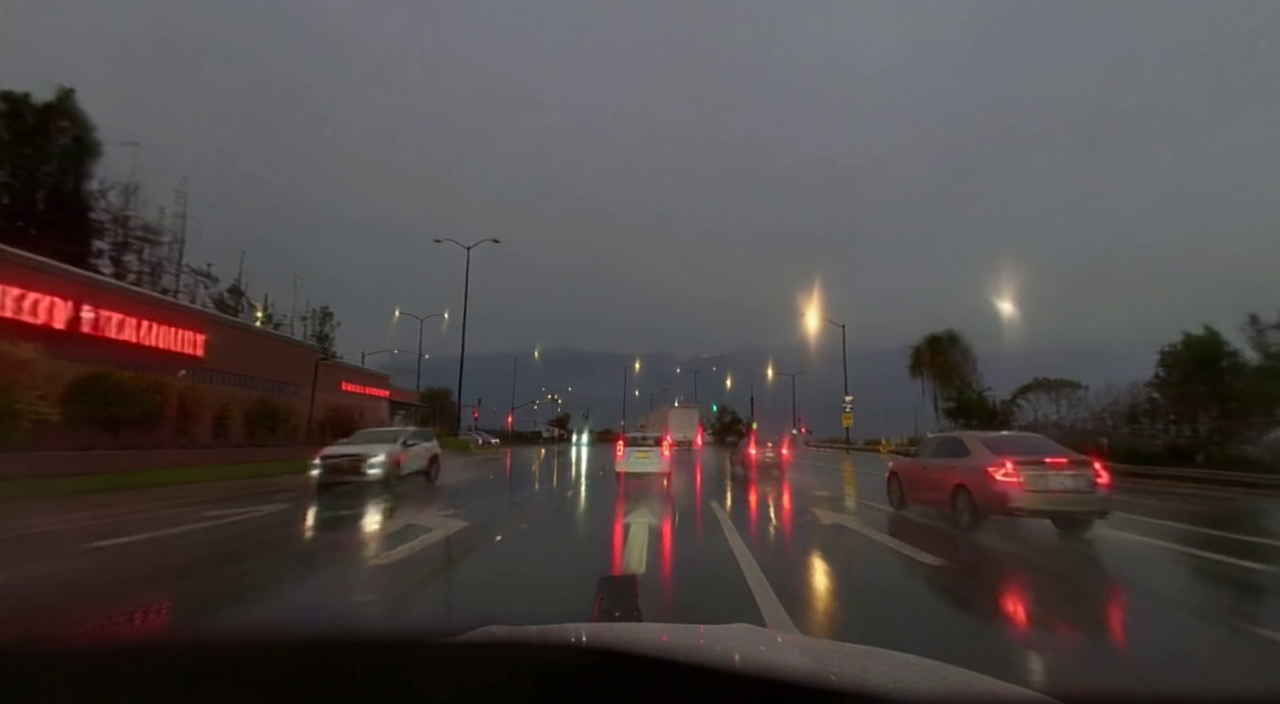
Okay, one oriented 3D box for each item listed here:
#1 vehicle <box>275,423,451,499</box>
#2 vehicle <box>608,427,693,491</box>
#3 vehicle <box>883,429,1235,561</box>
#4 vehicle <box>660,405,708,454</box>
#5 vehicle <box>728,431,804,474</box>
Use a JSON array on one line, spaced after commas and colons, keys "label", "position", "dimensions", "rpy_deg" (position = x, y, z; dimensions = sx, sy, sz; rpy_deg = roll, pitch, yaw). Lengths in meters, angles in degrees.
[{"label": "vehicle", "position": [-6.198, 2.466, 14.815], "dimensions": [1.980, 1.499, 4.417], "rpy_deg": [0, -8, 2]}, {"label": "vehicle", "position": [0.279, 2.734, 16.517], "dimensions": [1.991, 1.472, 3.518], "rpy_deg": [0, -8, 1]}, {"label": "vehicle", "position": [5.564, 1.901, 9.423], "dimensions": [2.081, 1.434, 4.833], "rpy_deg": [0, -8, 2]}, {"label": "vehicle", "position": [3.242, 5.986, 48.354], "dimensions": [2.917, 3.482, 6.946], "rpy_deg": [0, -8, -2]}, {"label": "vehicle", "position": [4.651, 3.746, 23.785], "dimensions": [1.889, 1.480, 3.876], "rpy_deg": [1, -8, -3]}]
